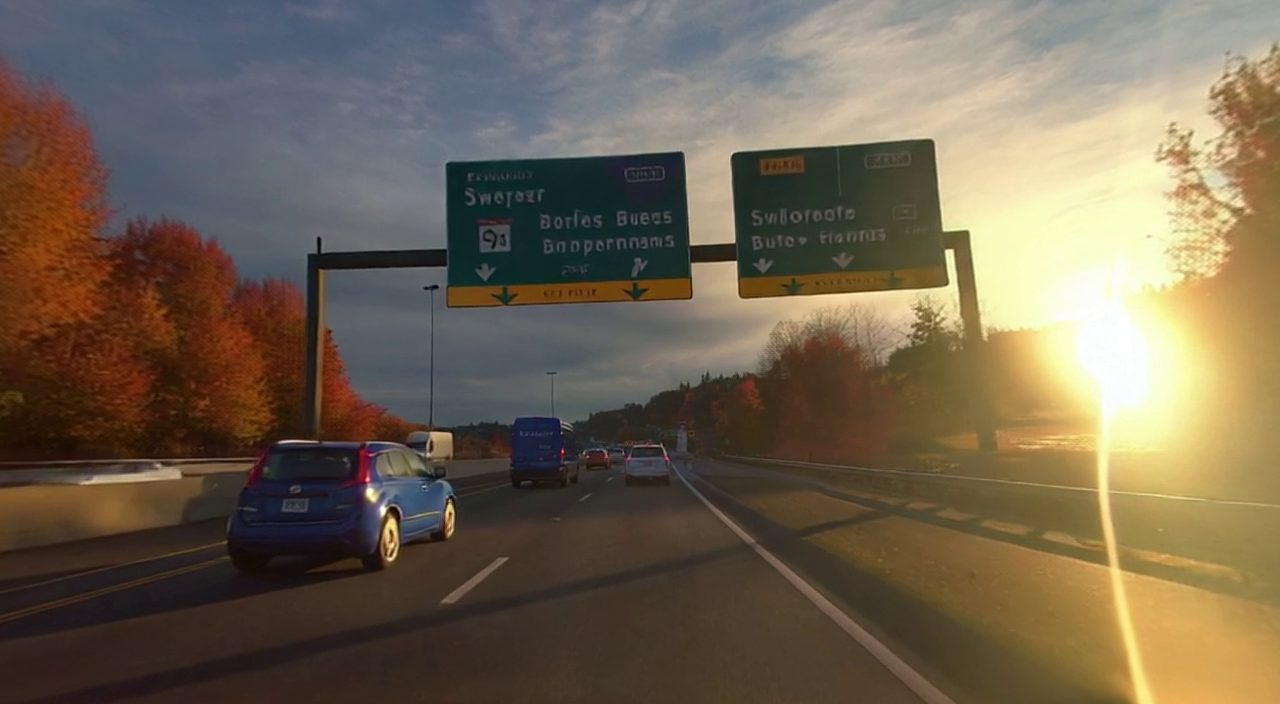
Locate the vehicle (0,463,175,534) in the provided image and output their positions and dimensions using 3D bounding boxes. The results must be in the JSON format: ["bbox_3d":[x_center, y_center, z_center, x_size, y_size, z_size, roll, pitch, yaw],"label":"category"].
[{"bbox_3d":[-14.926,3.766,16.628,1.832,1.494,4.349,0,-9,0],"label":"vehicle"}]

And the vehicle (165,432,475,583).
[{"bbox_3d":[-3.745,1.873,8.325,1.977,1.485,3.973,0,-9,0],"label":"vehicle"}]

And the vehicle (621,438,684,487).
[{"bbox_3d":[0.447,4.134,23.756,2.195,1.679,4.070,0,-9,1],"label":"vehicle"}]

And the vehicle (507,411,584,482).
[{"bbox_3d":[-3.866,4.053,26.903,2.275,2.692,5.810,0,-9,1],"label":"vehicle"}]

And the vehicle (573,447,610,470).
[{"bbox_3d":[-3.223,7.135,42.178,2.015,1.496,4.312,-1,-9,2],"label":"vehicle"}]
